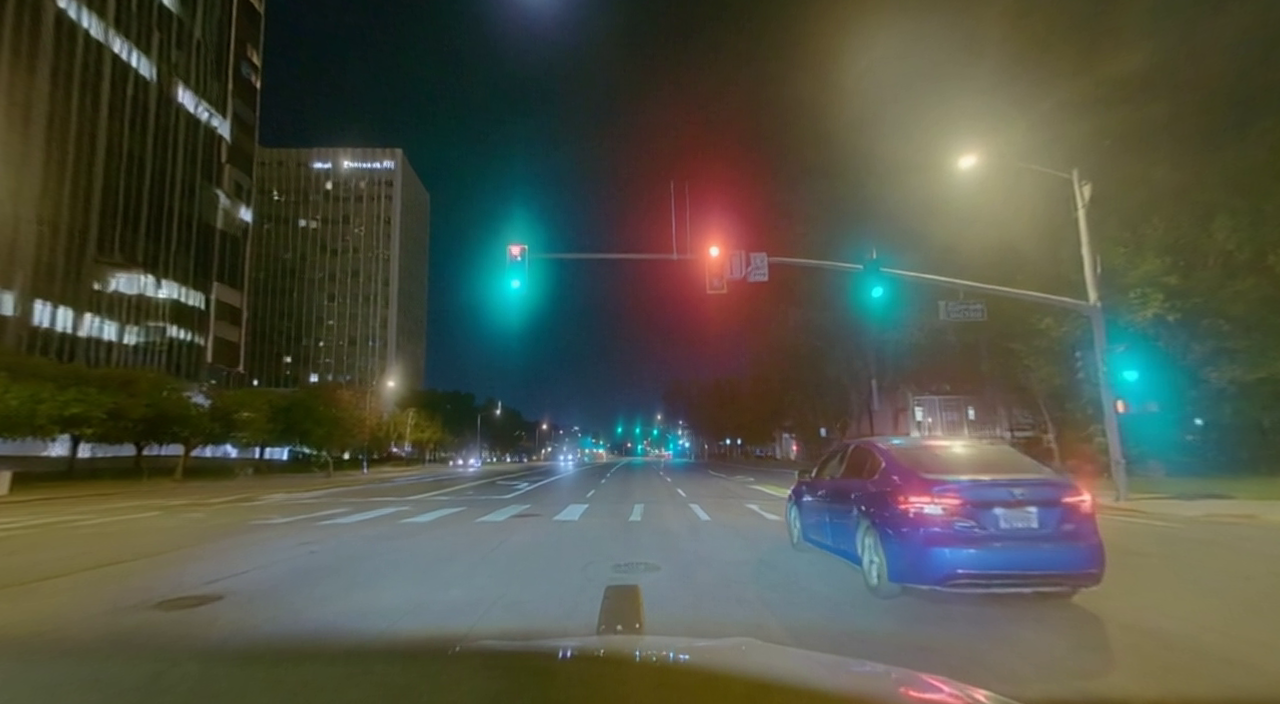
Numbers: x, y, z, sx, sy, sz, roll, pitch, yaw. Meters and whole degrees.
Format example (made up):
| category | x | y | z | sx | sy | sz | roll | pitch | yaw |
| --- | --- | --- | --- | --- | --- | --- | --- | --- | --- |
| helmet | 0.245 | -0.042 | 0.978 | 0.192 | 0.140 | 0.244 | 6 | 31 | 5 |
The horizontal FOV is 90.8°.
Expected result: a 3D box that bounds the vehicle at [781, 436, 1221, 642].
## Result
| category | x | y | z | sx | sy | sz | roll | pitch | yaw |
| --- | --- | --- | --- | --- | --- | --- | --- | --- | --- |
| vehicle | 3.126 | 1.692 | 6.915 | 2.015 | 1.455 | 4.615 | 0 | -9 | -1 |
